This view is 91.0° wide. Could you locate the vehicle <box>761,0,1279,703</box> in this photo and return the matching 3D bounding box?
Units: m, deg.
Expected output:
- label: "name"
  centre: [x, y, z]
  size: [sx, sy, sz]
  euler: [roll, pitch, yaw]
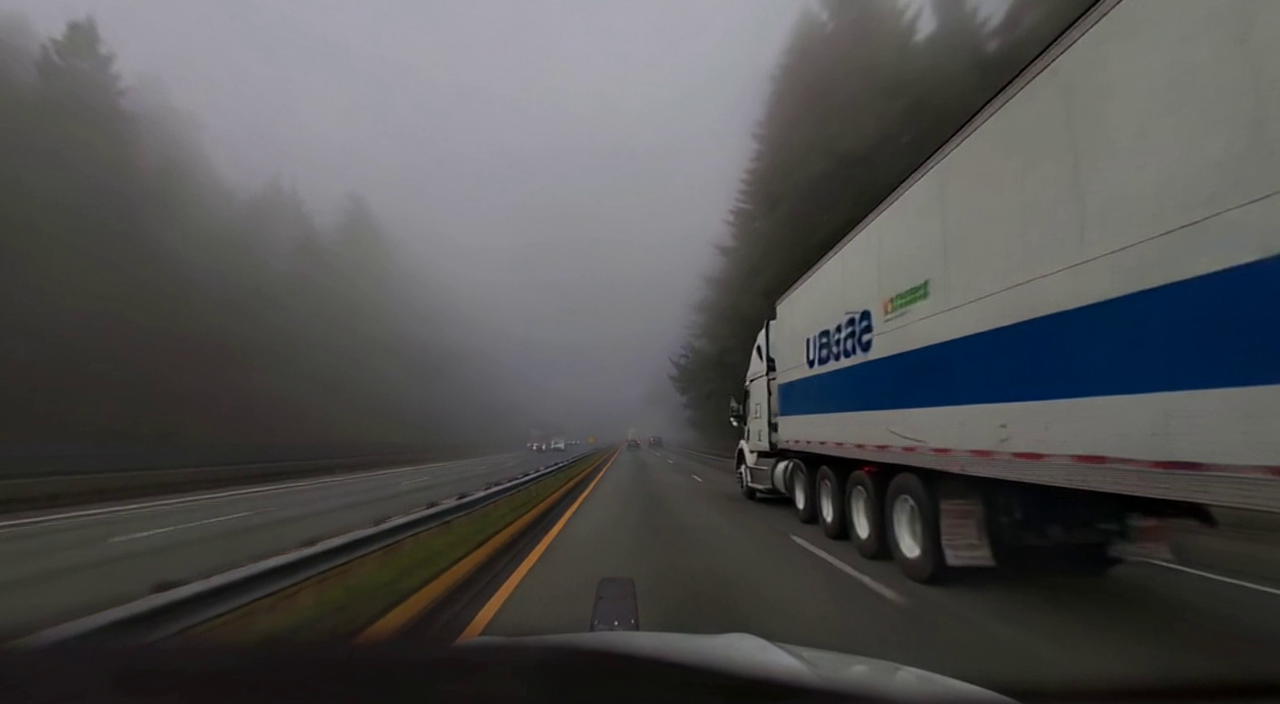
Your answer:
- label: "vehicle"
  centre: [3.889, 0.231, 6.392]
  size: [2.965, 3.887, 10.328]
  euler: [0, -8, -2]
